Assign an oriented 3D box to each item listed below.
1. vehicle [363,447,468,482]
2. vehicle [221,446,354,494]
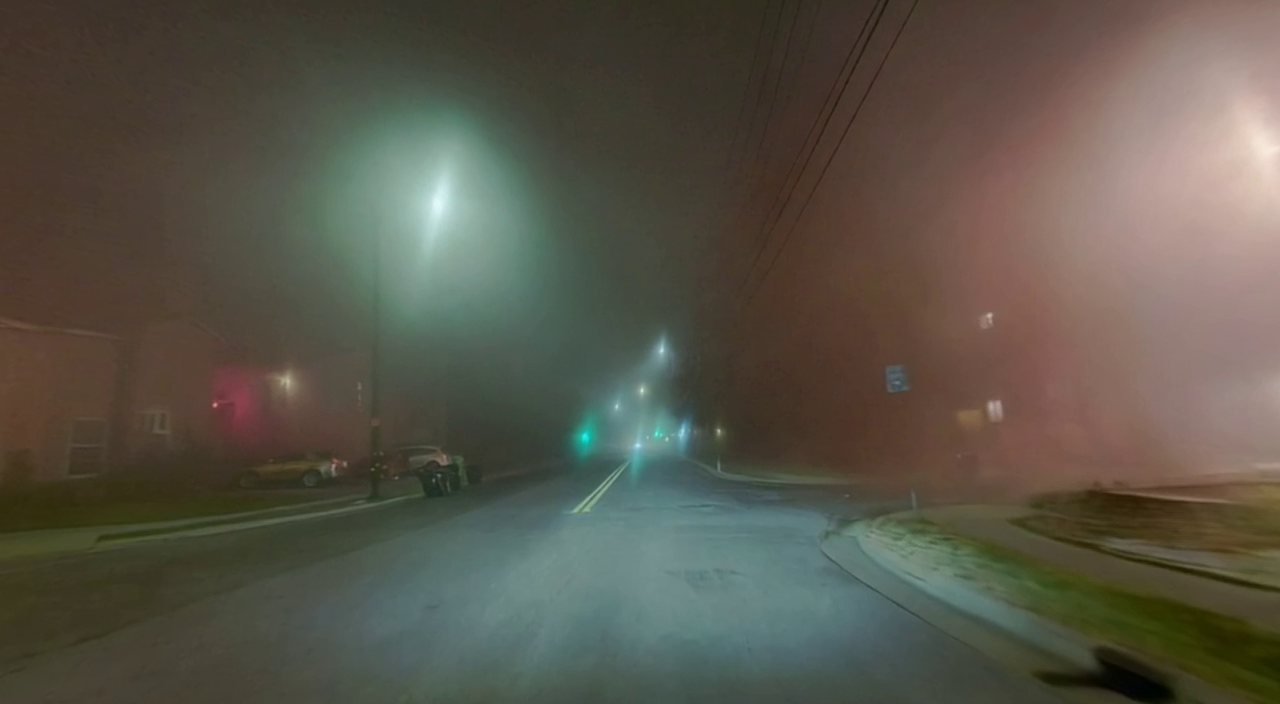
[{"bbox_3d":[-10.258,5.092,28.826,4.293,1.484,1.981,3,-9,-23],"label":"vehicle"},{"bbox_3d":[-15.752,5.265,28.252,4.903,1.566,2.215,-7,-8,9],"label":"vehicle"}]
